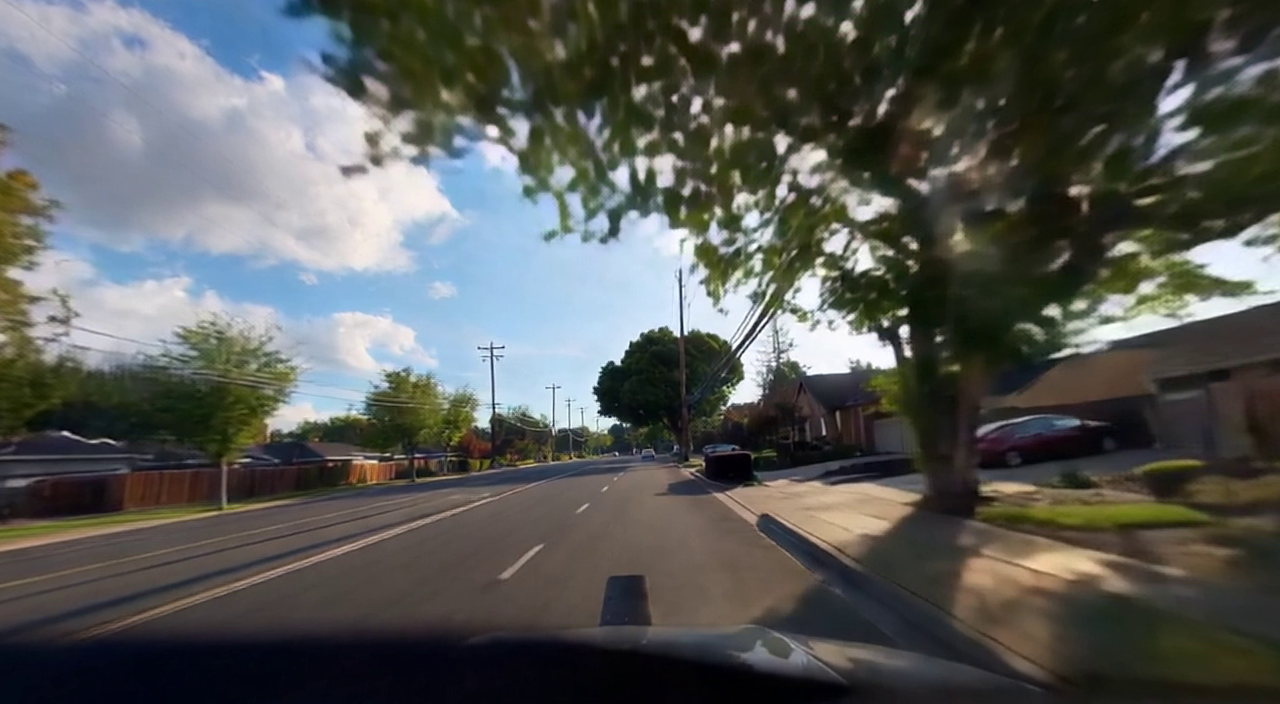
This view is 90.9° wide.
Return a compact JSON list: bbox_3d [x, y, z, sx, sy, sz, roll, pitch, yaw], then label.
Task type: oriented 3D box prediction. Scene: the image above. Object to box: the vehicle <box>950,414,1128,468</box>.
[{"bbox_3d":[11.579,2.636,18.524,3.992,1.486,1.727,0,-9,1],"label":"vehicle"}]
